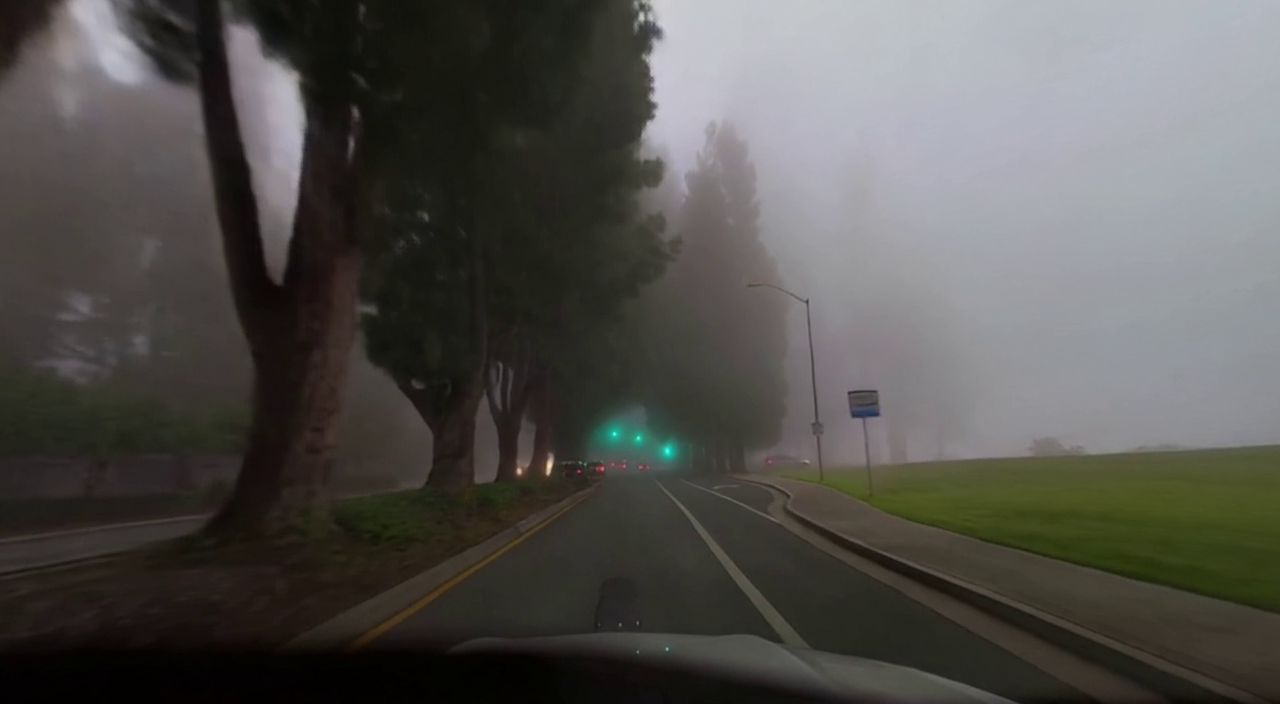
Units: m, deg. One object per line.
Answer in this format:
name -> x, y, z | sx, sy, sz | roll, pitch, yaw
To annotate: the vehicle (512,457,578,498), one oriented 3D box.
vehicle -> -3.635, 4.913, 25.009 | 1.932, 1.431, 4.144 | -1, -10, 1
